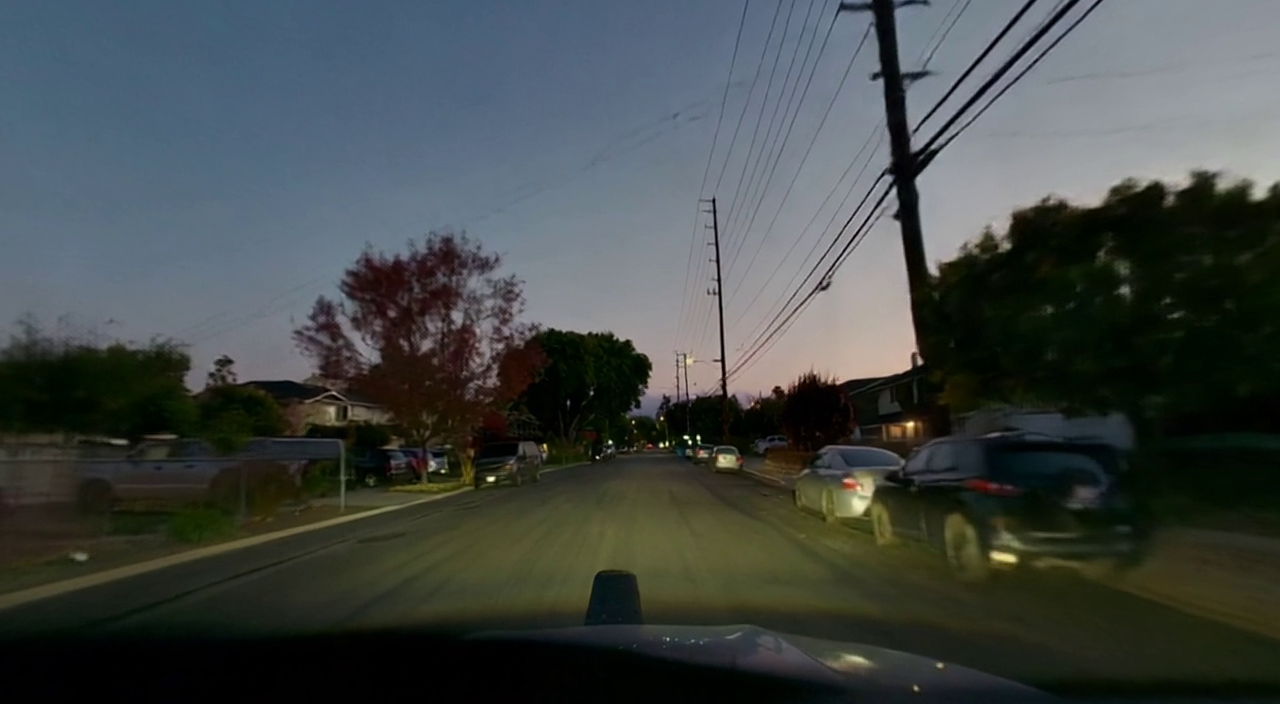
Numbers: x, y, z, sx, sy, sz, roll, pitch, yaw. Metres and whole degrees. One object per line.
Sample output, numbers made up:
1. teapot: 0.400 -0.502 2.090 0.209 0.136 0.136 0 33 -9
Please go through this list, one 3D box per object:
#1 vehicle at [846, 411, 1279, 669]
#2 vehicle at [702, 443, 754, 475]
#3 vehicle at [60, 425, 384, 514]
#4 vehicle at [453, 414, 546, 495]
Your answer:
1. vehicle: 3.761 1.487 6.289 1.970 1.530 4.899 0 -8 3
2. vehicle: 4.520 5.587 33.180 2.016 1.544 4.645 0 -8 0
3. vehicle: -10.464 2.977 16.311 6.540 2.079 2.565 0 -8 1
4. vehicle: -5.742 4.271 26.699 2.313 2.875 6.057 -4 -8 2
